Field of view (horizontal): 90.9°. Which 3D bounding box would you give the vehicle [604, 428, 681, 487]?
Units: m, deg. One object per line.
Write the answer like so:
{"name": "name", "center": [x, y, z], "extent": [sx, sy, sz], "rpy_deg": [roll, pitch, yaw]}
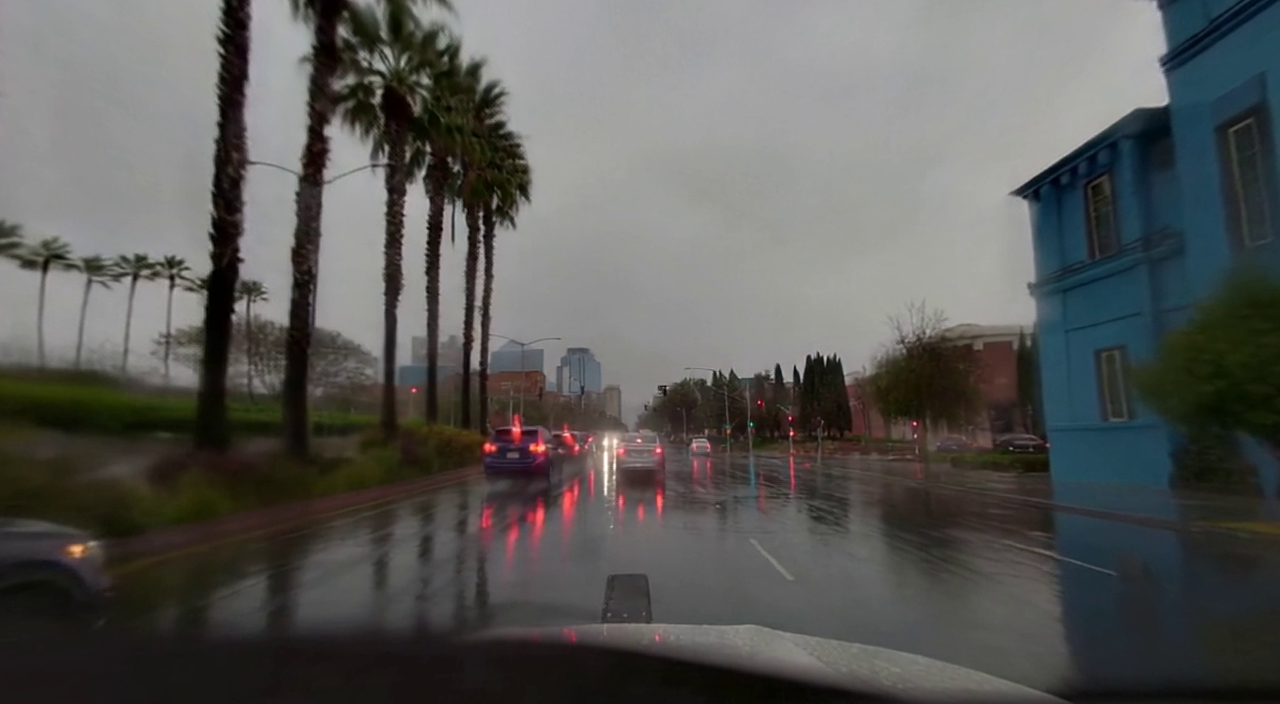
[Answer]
{"name": "vehicle", "center": [0.062, 3.197, 19.400], "extent": [2.114, 1.585, 4.285], "rpy_deg": [0, -8, 0]}

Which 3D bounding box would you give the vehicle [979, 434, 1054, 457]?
{"name": "vehicle", "center": [25.570, 6.369, 42.837], "extent": [3.914, 1.427, 1.779], "rpy_deg": [-1, -8, -1]}

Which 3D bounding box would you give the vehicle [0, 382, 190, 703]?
{"name": "vehicle", "center": [-3.587, 0.706, 1.315], "extent": [1.875, 1.526, 4.542], "rpy_deg": [0, -8, 1]}

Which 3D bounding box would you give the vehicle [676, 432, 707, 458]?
{"name": "vehicle", "center": [3.844, 7.044, 47.684], "extent": [1.992, 1.834, 4.572], "rpy_deg": [0, -8, 0]}

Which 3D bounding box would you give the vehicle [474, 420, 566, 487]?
{"name": "vehicle", "center": [-3.394, 2.995, 18.742], "extent": [1.914, 1.741, 4.398], "rpy_deg": [0, -8, -1]}
